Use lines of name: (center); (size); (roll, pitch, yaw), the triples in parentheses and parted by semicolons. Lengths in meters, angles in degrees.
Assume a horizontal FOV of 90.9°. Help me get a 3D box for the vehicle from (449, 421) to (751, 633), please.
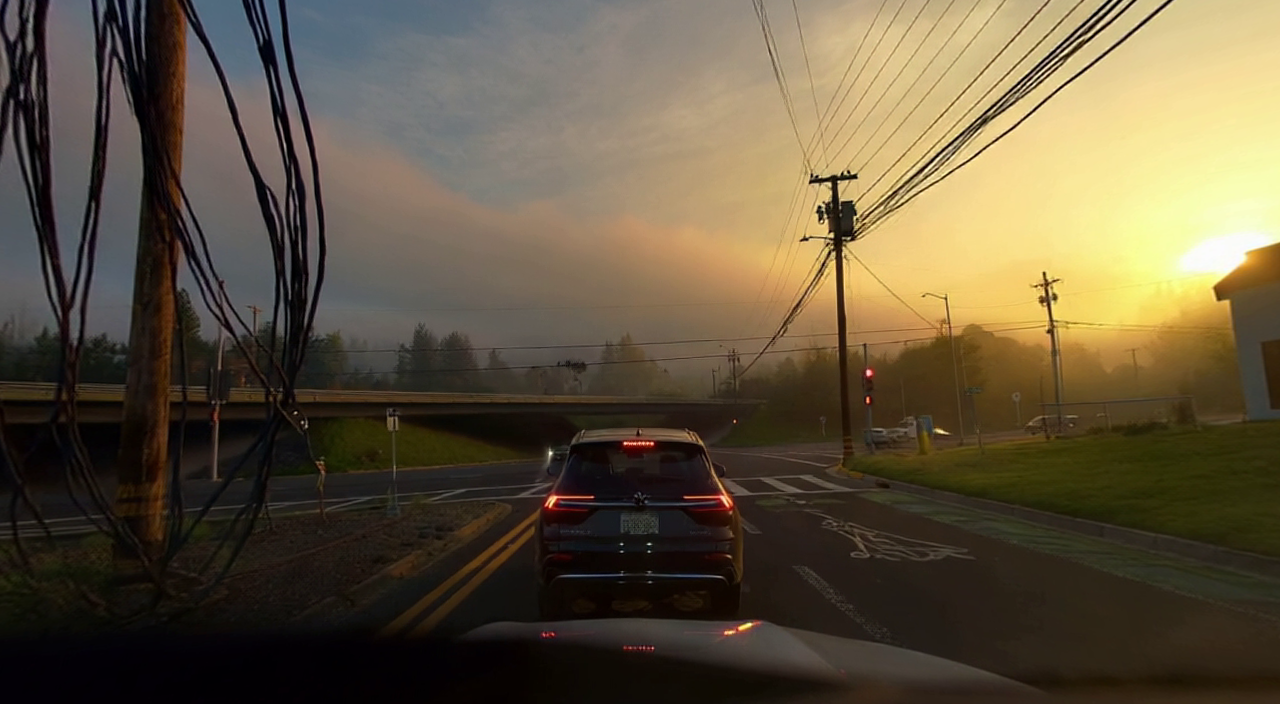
vehicle: (-0.242, 1.527, 6.465); (2.090, 1.458, 4.033); (-1, -9, 1)
